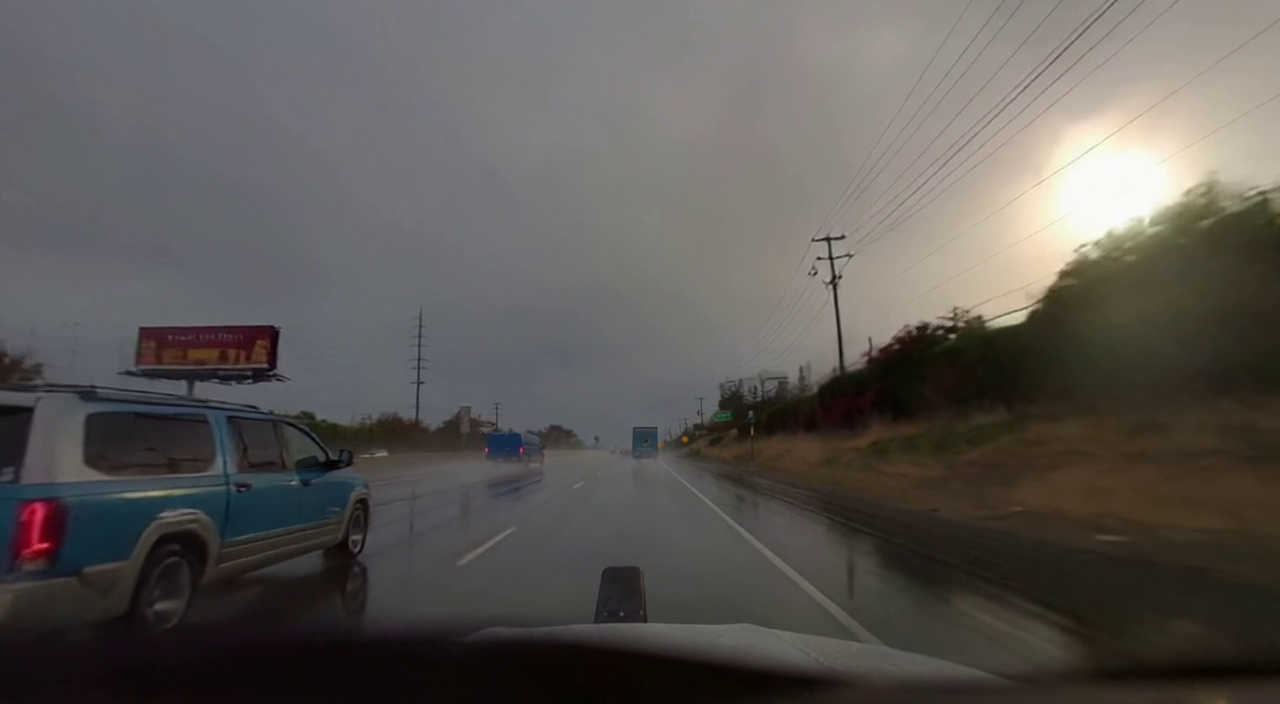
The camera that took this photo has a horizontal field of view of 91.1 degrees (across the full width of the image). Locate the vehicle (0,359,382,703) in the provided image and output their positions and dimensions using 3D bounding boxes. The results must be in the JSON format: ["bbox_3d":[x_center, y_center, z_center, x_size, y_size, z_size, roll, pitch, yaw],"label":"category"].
[{"bbox_3d":[-4.025,1.181,4.703,2.145,1.730,4.729,0,-9,0],"label":"vehicle"}]

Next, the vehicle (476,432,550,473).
[{"bbox_3d":[-7.032,5.708,35.754,2.695,2.084,6.836,0,-9,1],"label":"vehicle"}]

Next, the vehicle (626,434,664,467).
[{"bbox_3d":[0.336,7.359,46.902,2.692,2.279,5.695,0,-9,0],"label":"vehicle"}]
